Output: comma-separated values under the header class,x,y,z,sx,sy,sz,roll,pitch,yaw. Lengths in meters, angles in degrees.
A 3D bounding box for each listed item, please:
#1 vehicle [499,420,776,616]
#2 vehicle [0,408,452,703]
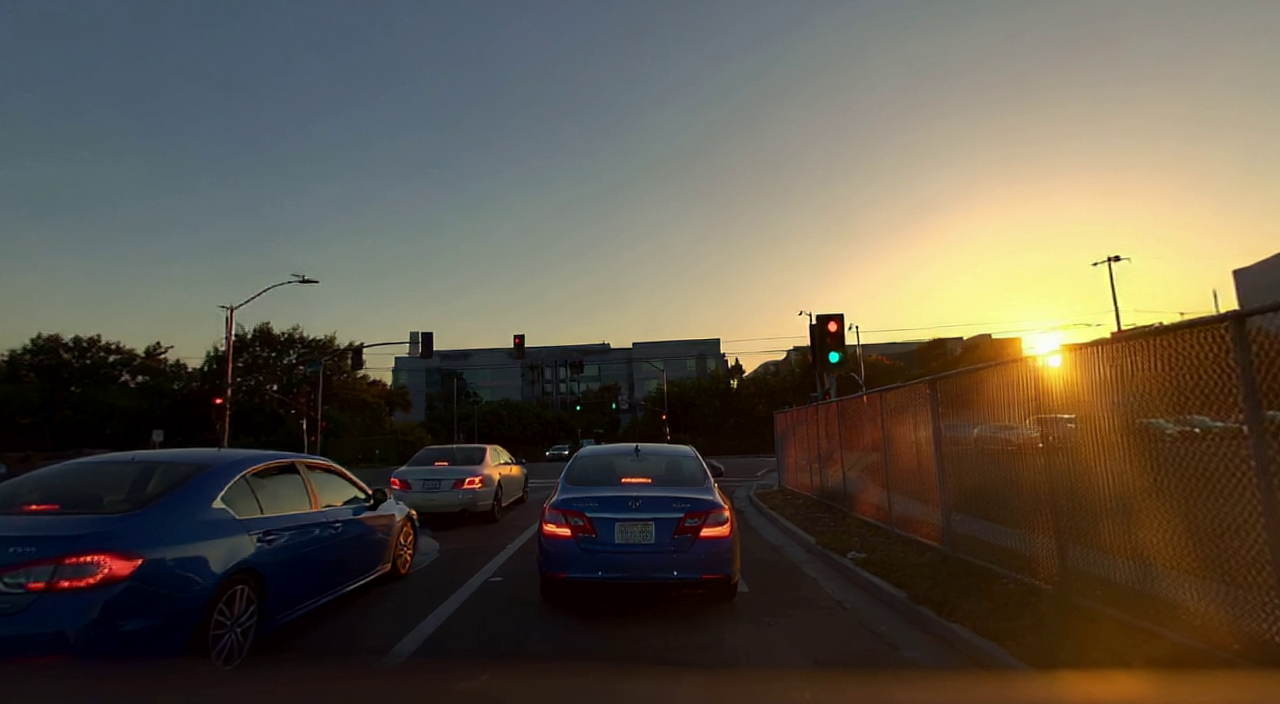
class,x,y,z,sx,sy,sz,roll,pitch,yaw
vehicle,-0.014,1.602,6.984,2.144,1.514,4.063,0,-9,0
vehicle,-3.206,1.320,4.868,1.971,1.488,4.581,0,-9,1
